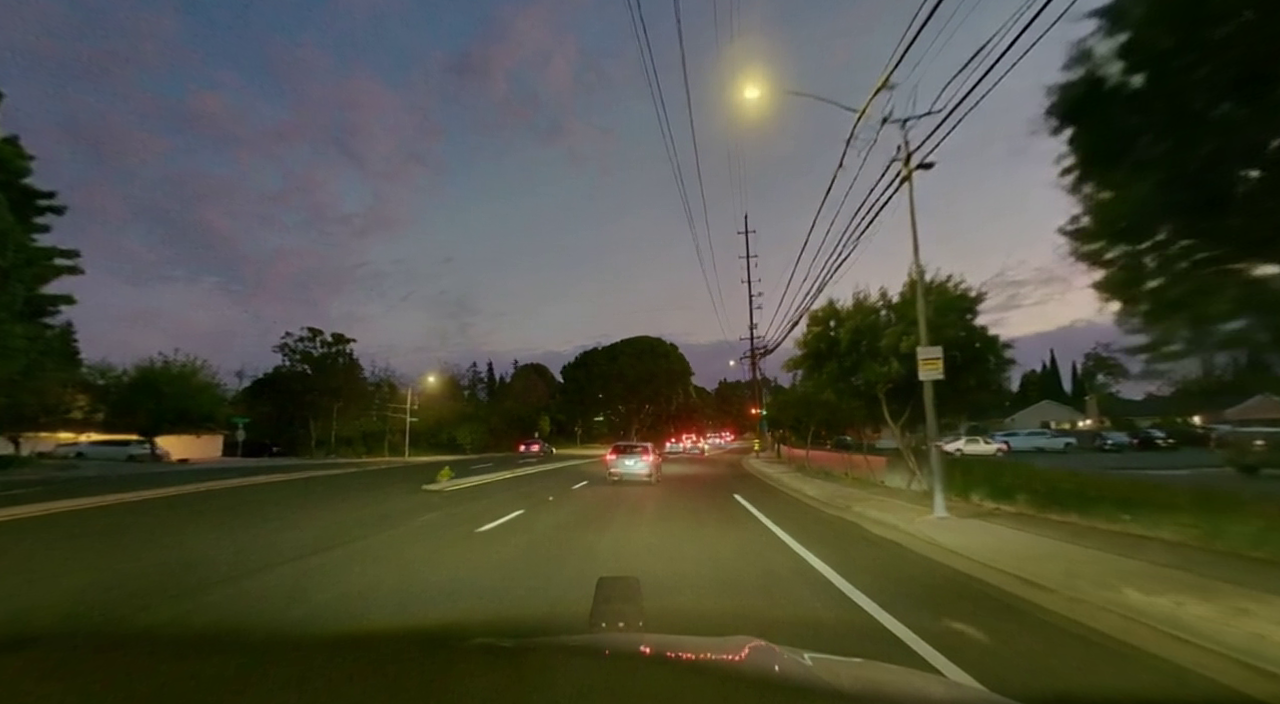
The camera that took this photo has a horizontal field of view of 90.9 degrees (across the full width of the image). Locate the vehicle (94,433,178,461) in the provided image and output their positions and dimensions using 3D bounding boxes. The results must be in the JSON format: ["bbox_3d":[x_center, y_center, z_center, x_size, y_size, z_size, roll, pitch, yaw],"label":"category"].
[{"bbox_3d":[-32.899,6.262,41.334,1.857,1.580,4.336,0,-11,0],"label":"vehicle"}]

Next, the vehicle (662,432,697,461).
[{"bbox_3d":[2.920,6.896,45.960,2.158,1.939,4.935,-2,-9,8],"label":"vehicle"}]

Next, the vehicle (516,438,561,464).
[{"bbox_3d":[-6.338,6.248,39.852,1.983,1.485,4.159,-1,-9,3],"label":"vehicle"}]

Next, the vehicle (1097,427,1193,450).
[{"bbox_3d":[34.514,5.938,43.167,4.628,1.467,1.923,-2,-8,14],"label":"vehicle"}]

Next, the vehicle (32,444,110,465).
[{"bbox_3d":[-38.734,6.981,43.020,1.552,1.384,3.896,-1,-9,3],"label":"vehicle"}]

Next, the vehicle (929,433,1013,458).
[{"bbox_3d":[22.550,6.428,43.146,4.674,1.500,1.889,1,-9,9],"label":"vehicle"}]

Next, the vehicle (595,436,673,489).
[{"bbox_3d":[-0.075,3.450,19.990,2.117,1.474,4.036,-1,-9,4],"label":"vehicle"}]
